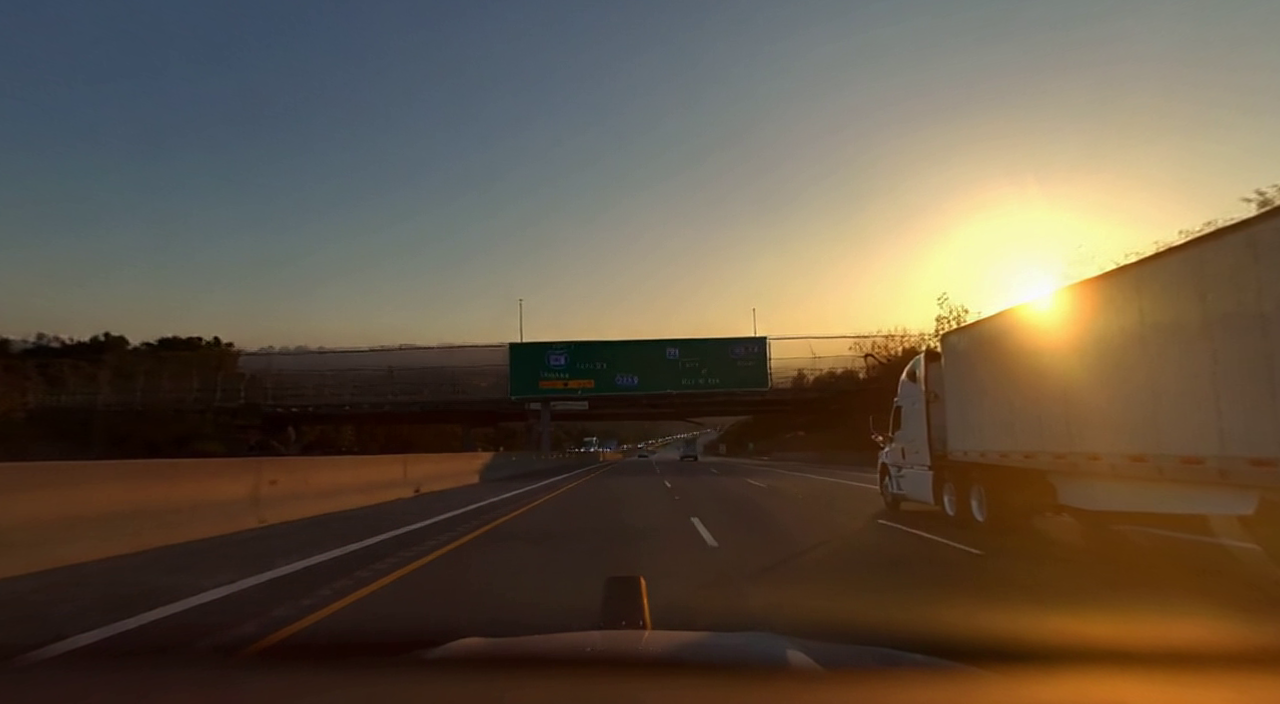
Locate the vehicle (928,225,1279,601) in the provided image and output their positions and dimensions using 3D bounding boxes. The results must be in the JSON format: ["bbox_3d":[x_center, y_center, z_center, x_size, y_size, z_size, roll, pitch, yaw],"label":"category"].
[{"bbox_3d":[6.842,0.941,8.084,2.690,3.197,7.515,0,-9,0],"label":"vehicle"}]
